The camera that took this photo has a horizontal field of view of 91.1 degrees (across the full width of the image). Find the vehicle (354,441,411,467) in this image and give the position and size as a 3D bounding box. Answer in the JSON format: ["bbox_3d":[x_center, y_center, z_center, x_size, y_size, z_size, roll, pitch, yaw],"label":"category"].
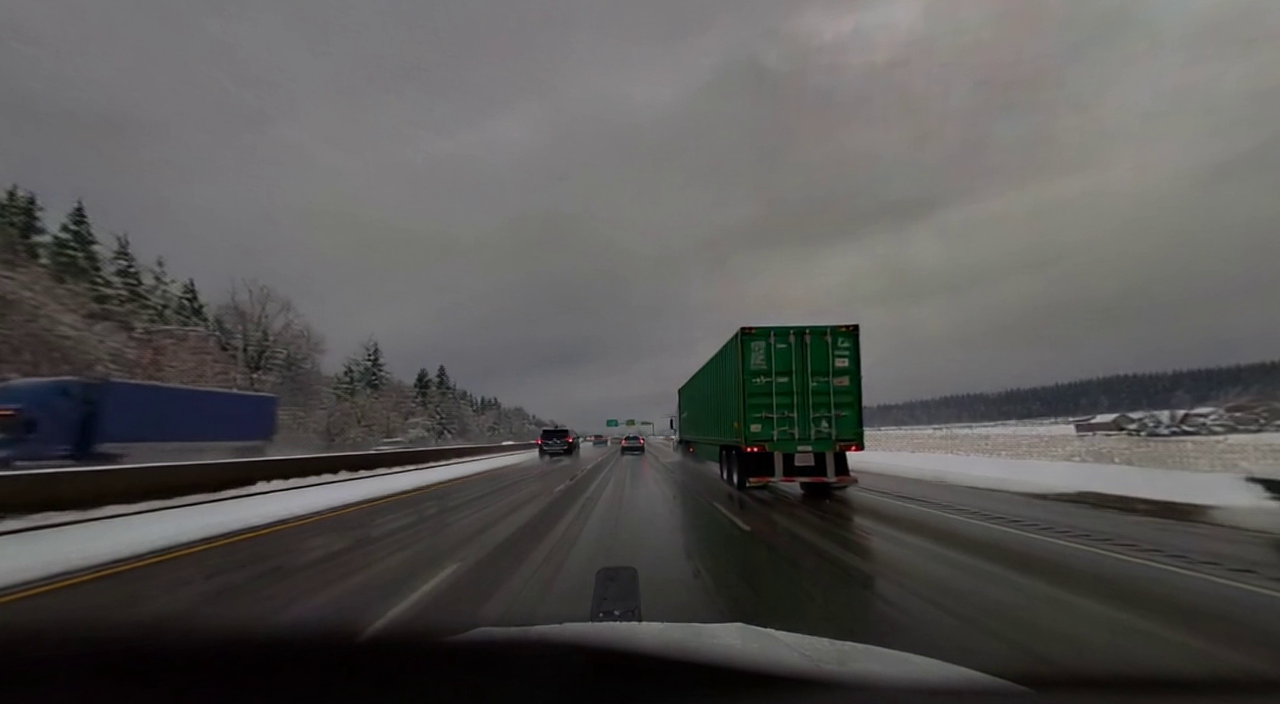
[{"bbox_3d":[-15.890,6.291,38.957,1.911,1.505,3.954,0,-8,-1],"label":"vehicle"}]

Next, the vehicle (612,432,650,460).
[{"bbox_3d":[-0.543,5.562,37.460,2.088,1.567,4.240,0,-8,-1],"label":"vehicle"}]

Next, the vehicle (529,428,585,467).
[{"bbox_3d":[-3.819,4.454,29.610,2.054,1.671,4.445,0,-8,0],"label":"vehicle"}]

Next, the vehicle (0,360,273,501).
[{"bbox_3d":[-20.017,3.178,24.783,2.933,4.036,14.065,0,-8,-1],"label":"vehicle"}]

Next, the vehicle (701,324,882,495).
[{"bbox_3d":[3.785,1.796,18.131,2.883,3.836,7.894,0,-8,-3],"label":"vehicle"}]
